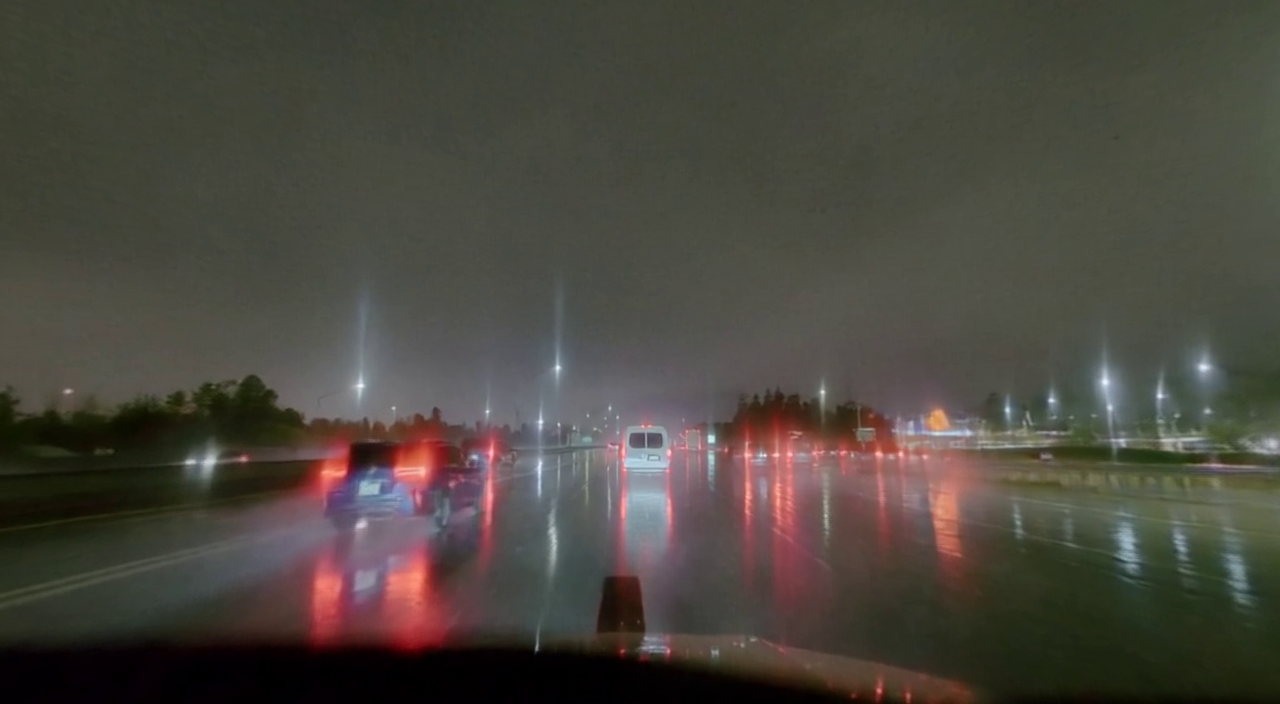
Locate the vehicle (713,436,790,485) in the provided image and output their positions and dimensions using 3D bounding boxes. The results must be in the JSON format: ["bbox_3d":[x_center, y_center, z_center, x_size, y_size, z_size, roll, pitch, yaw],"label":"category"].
[{"bbox_3d":[4.127,4.120,24.144,2.146,1.678,4.489,0,-9,0],"label":"vehicle"}]

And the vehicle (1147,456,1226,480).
[{"bbox_3d":[37.936,8.067,43.745,3.659,1.460,1.731,-3,-8,6],"label":"vehicle"}]

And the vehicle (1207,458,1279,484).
[{"bbox_3d":[37.424,7.261,38.396,3.668,1.460,1.751,-1,-9,11],"label":"vehicle"}]

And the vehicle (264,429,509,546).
[{"bbox_3d":[-3.890,2.173,10.856,2.173,1.542,4.781,0,-9,1],"label":"vehicle"}]

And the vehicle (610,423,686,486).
[{"bbox_3d":[0.248,3.736,23.169,2.509,2.062,4.639,0,-9,0],"label":"vehicle"}]
